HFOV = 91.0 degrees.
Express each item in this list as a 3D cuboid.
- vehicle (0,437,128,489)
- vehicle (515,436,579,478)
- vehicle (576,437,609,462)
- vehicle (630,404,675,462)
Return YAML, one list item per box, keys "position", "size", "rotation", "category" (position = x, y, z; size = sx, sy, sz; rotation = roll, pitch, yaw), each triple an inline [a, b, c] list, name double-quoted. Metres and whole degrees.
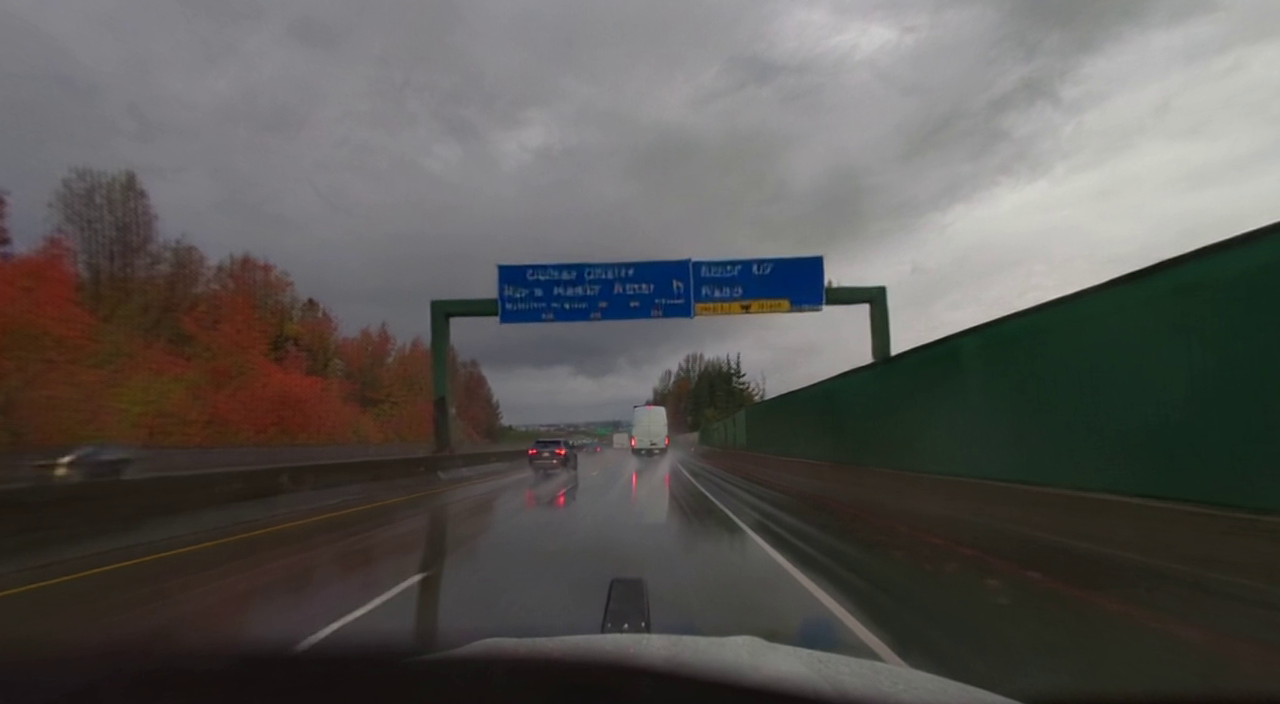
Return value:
- position: [-26.889, 4.991, 28.785]
  size: [2.223, 2.138, 5.557]
  rotation: [0, -8, -1]
  category: "vehicle"
- position: [-3.630, 4.164, 25.284]
  size: [1.927, 1.556, 3.921]
  rotation: [0, -8, 1]
  category: "vehicle"
- position: [-3.209, 6.728, 43.547]
  size: [1.962, 1.575, 4.158]
  rotation: [0, -8, 0]
  category: "vehicle"
- position: [0.887, 5.960, 45.809]
  size: [2.933, 3.701, 10.425]
  rotation: [0, -8, 1]
  category: "vehicle"
